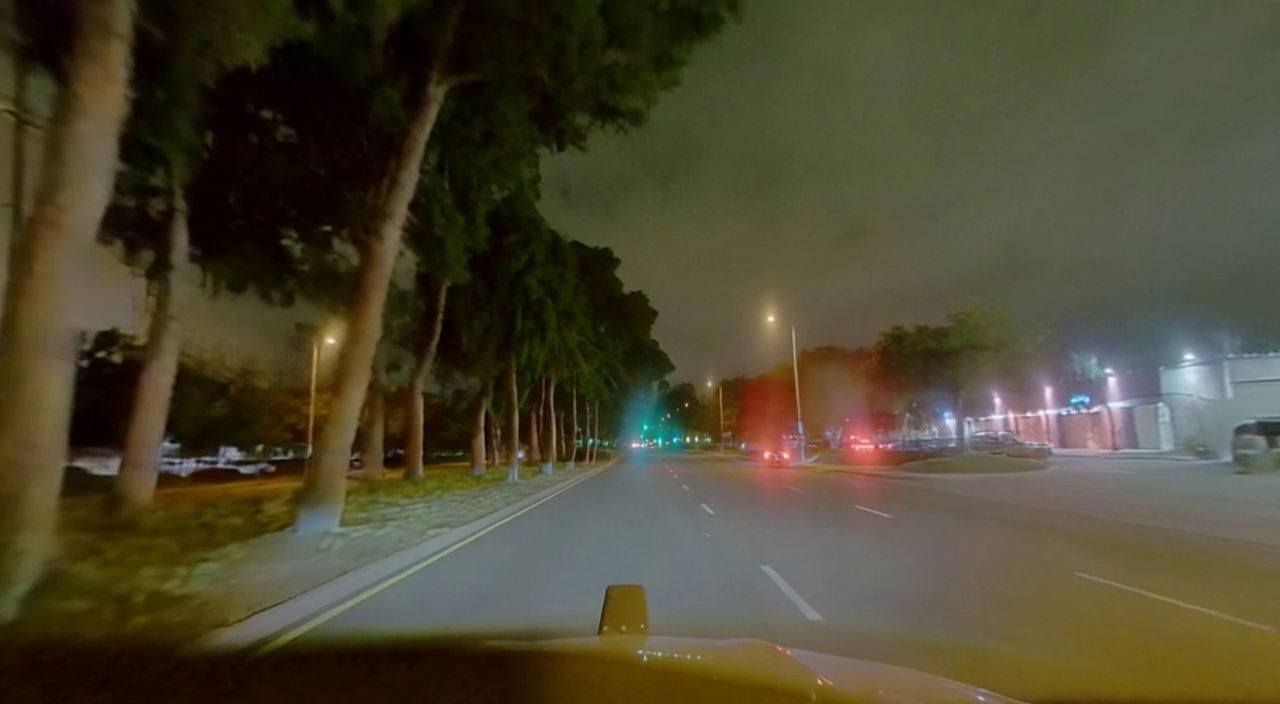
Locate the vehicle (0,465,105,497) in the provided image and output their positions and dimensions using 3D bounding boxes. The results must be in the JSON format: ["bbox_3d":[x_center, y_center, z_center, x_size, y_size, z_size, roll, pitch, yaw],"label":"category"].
[{"bbox_3d":[-31.235,6.755,33.111,4.320,1.463,1.827,4,-9,-25],"label":"vehicle"}]
